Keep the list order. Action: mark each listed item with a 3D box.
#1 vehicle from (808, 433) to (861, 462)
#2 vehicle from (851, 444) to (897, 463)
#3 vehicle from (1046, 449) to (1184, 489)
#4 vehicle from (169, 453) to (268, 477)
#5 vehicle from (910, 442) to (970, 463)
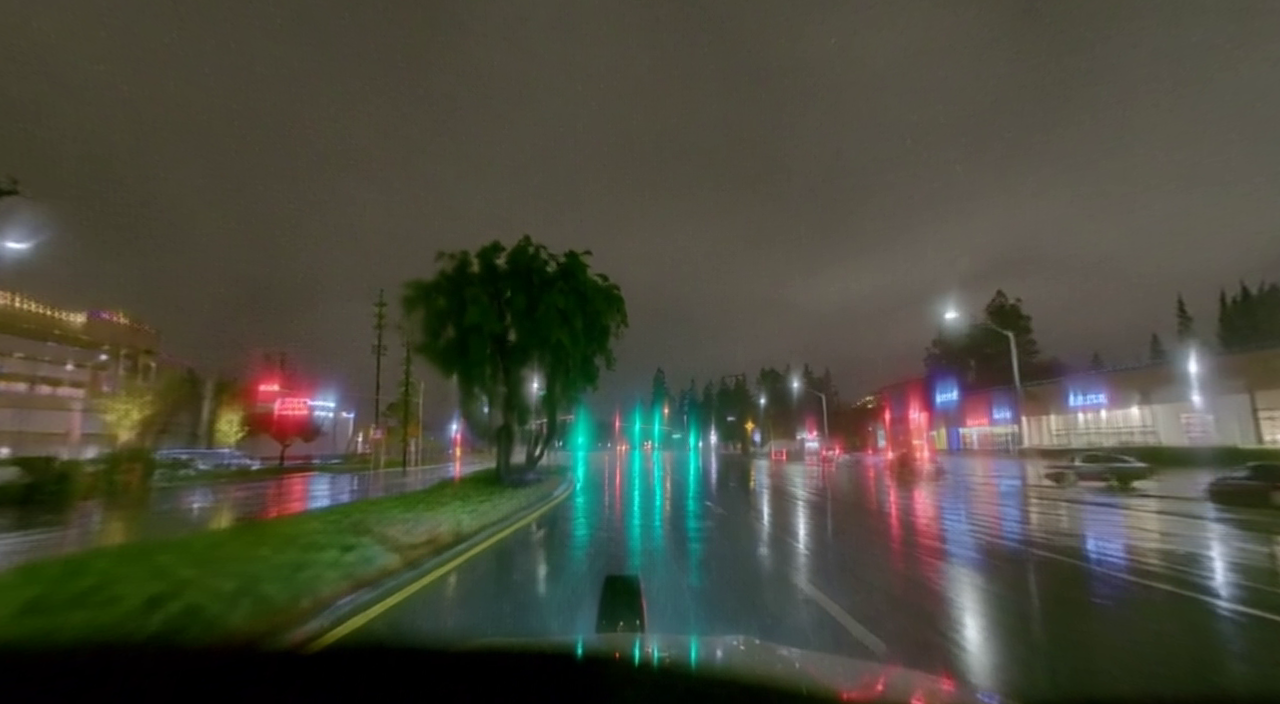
[{"bbox_3d":[14.710,7.305,48.105,2.235,2.016,5.481,-2,-9,0],"label":"vehicle"},{"bbox_3d":[17.710,7.697,48.038,1.873,1.383,3.754,0,-9,-3],"label":"vehicle"},{"bbox_3d":[20.782,5.125,27.794,4.423,1.633,2.010,0,-9,0],"label":"vehicle"},{"bbox_3d":[-26.869,7.202,40.404,4.777,1.469,1.937,0,-9,-5],"label":"vehicle"},{"bbox_3d":[22.492,7.602,47.540,1.791,1.458,4.316,0,-10,-11],"label":"vehicle"}]
